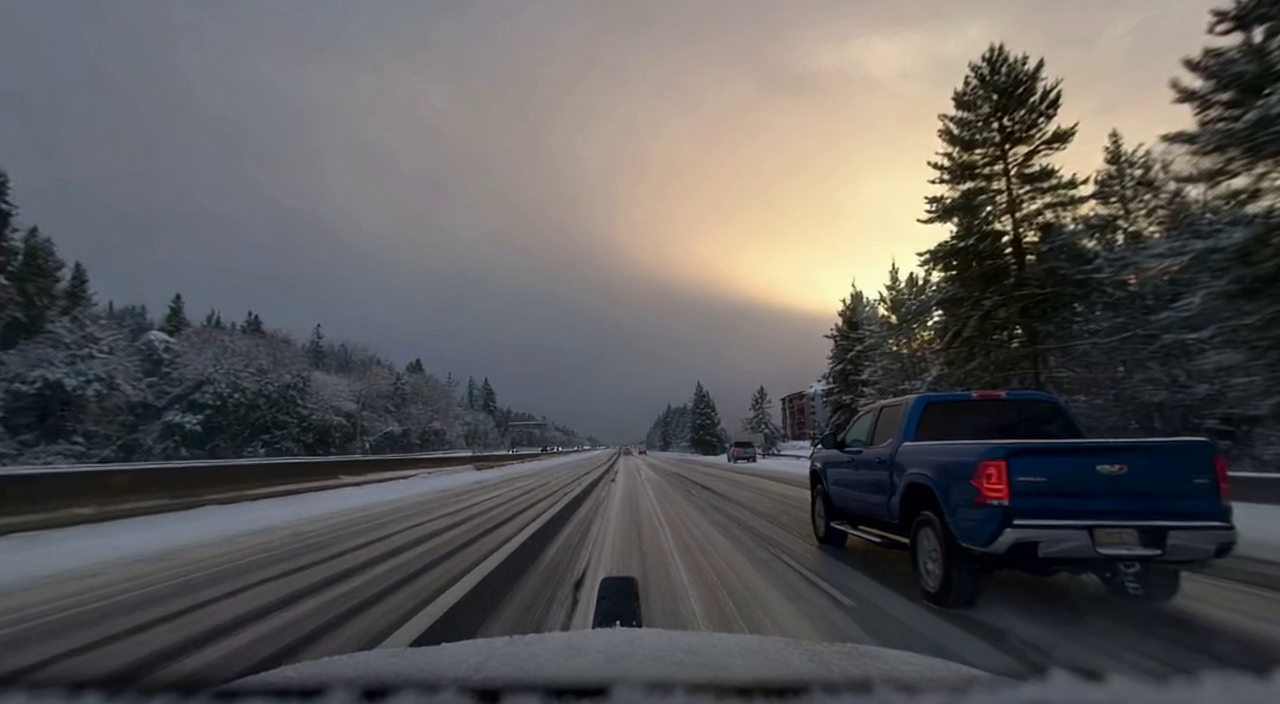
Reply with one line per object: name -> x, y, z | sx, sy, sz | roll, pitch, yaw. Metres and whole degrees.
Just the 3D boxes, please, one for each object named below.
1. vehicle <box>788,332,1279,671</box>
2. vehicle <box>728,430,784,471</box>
vehicle -> 3.285, 1.207, 6.141 | 2.462, 1.984, 4.718 | 0, -8, -1
vehicle -> 6.815, 5.872, 37.837 | 2.158, 2.268, 5.396 | 0, -9, -1
